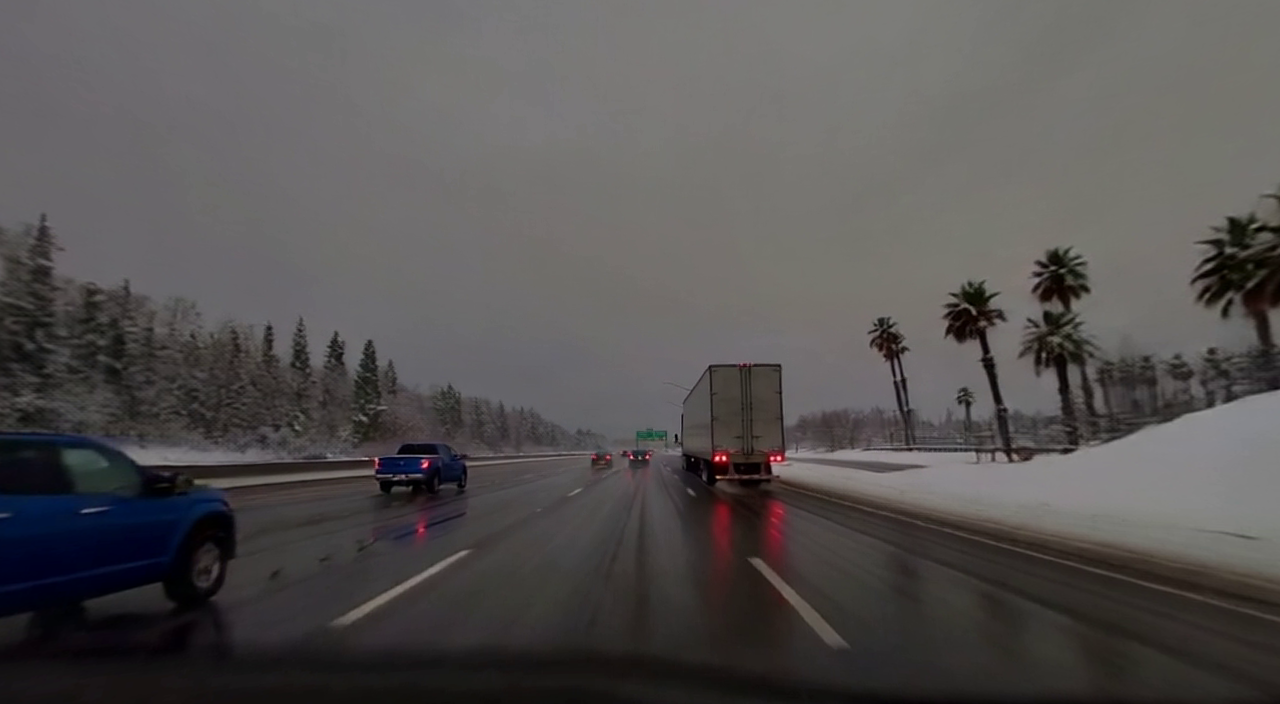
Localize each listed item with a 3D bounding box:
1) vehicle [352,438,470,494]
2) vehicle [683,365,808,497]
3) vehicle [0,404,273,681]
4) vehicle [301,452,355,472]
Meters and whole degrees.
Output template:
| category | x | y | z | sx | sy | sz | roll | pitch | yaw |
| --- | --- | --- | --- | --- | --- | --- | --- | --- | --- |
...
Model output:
| category | x | y | z | sx | sy | sz | roll | pitch | yaw |
| --- | --- | --- | --- | --- | --- | --- | --- | --- | --- |
| vehicle | -7.890 | 3.980 | 22.371 | 2.264 | 1.728 | 4.940 | 0 | -9 | 1 |
| vehicle | 3.837 | 3.686 | 27.930 | 2.891 | 4.123 | 16.415 | 0 | -9 | 1 |
| vehicle | -4.651 | 1.141 | 3.982 | 2.120 | 1.537 | 4.139 | 0 | -9 | 0 |
| vehicle | -24.407 | 8.596 | 49.424 | 1.805 | 1.469 | 4.586 | 0 | -9 | 2 |
